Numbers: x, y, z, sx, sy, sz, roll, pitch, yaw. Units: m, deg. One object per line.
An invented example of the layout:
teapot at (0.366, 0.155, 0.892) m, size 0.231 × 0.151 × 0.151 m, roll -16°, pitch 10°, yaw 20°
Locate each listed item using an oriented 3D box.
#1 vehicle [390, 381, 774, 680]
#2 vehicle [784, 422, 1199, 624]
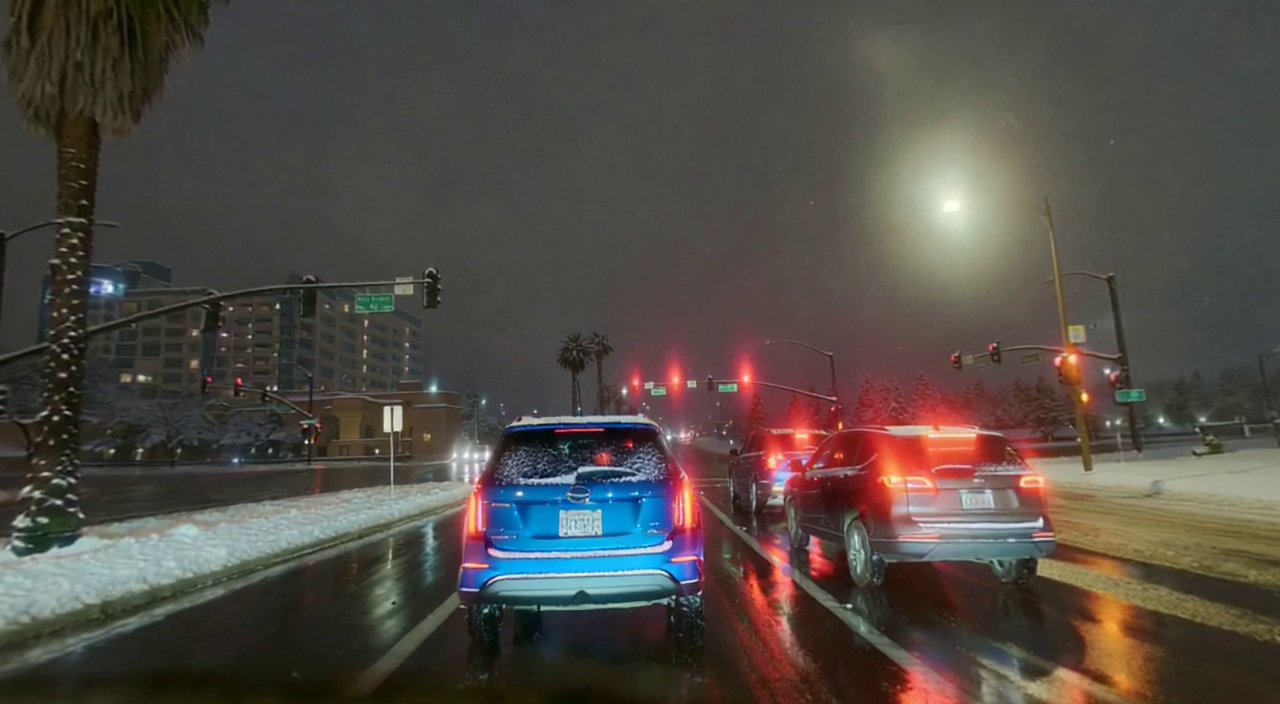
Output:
vehicle at (-0.332, 1.315, 5.682) m, size 2.172 × 1.694 × 4.055 m, roll 0°, pitch -8°, yaw 0°
vehicle at (3.128, 1.606, 6.957) m, size 1.971 × 1.473 × 4.495 m, roll 0°, pitch -8°, yaw 0°
